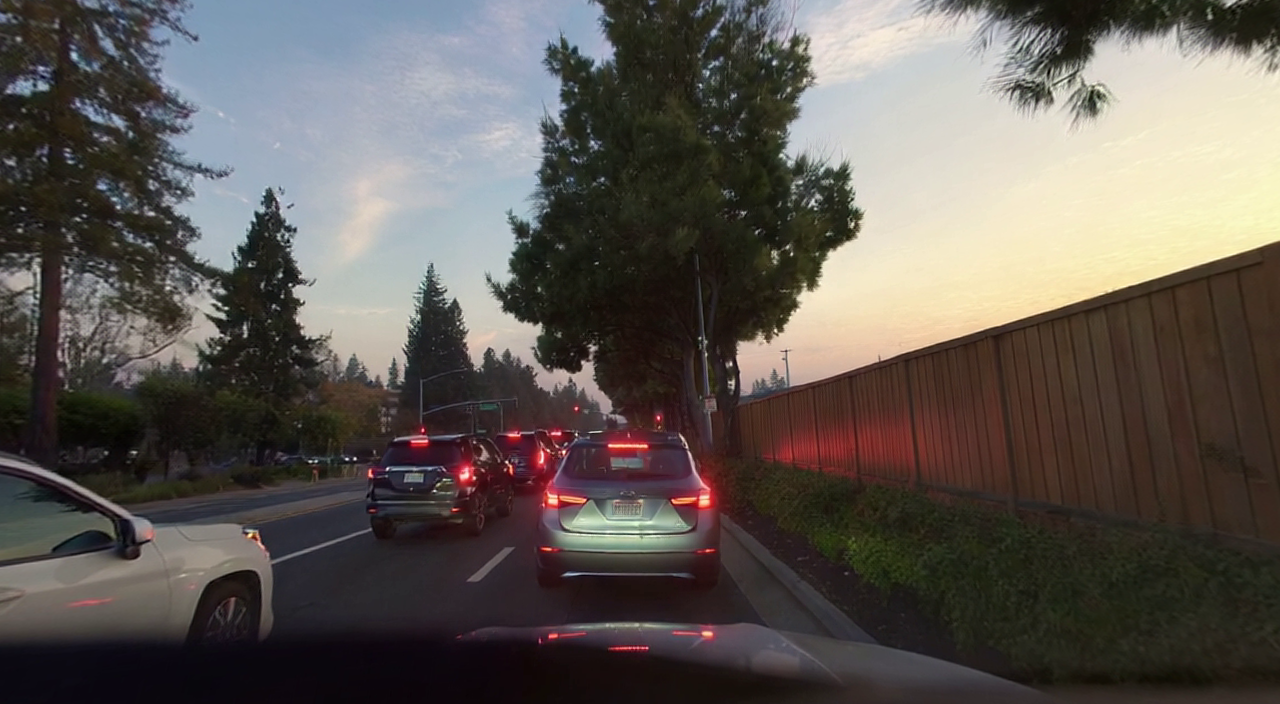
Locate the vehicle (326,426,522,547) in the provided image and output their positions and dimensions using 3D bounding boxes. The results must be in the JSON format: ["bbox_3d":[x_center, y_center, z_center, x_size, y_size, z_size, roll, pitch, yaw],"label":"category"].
[{"bbox_3d":[-3.223,2.064,10.270,1.850,1.582,3.688,0,-8,0],"label":"vehicle"}]

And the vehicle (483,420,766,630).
[{"bbox_3d":[-0.139,1.510,6.445,1.995,1.460,3.865,0,-8,-1],"label":"vehicle"}]

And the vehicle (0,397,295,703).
[{"bbox_3d":[-3.166,0.837,1.583,1.980,1.520,4.636,0,-8,0],"label":"vehicle"}]
